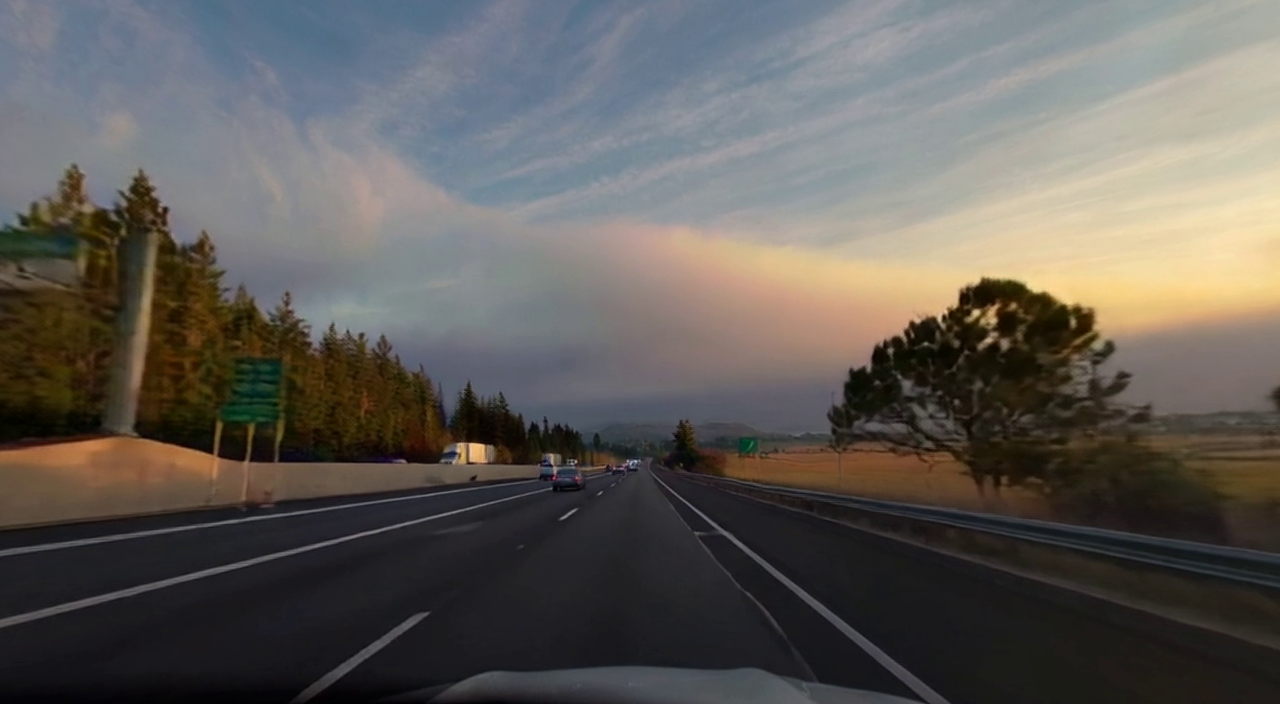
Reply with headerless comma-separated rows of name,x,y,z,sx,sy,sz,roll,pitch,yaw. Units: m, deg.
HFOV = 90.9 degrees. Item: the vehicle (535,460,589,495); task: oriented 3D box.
vehicle,-3.676,6.037,30.584,2.039,1.505,4.843,1,-10,0
